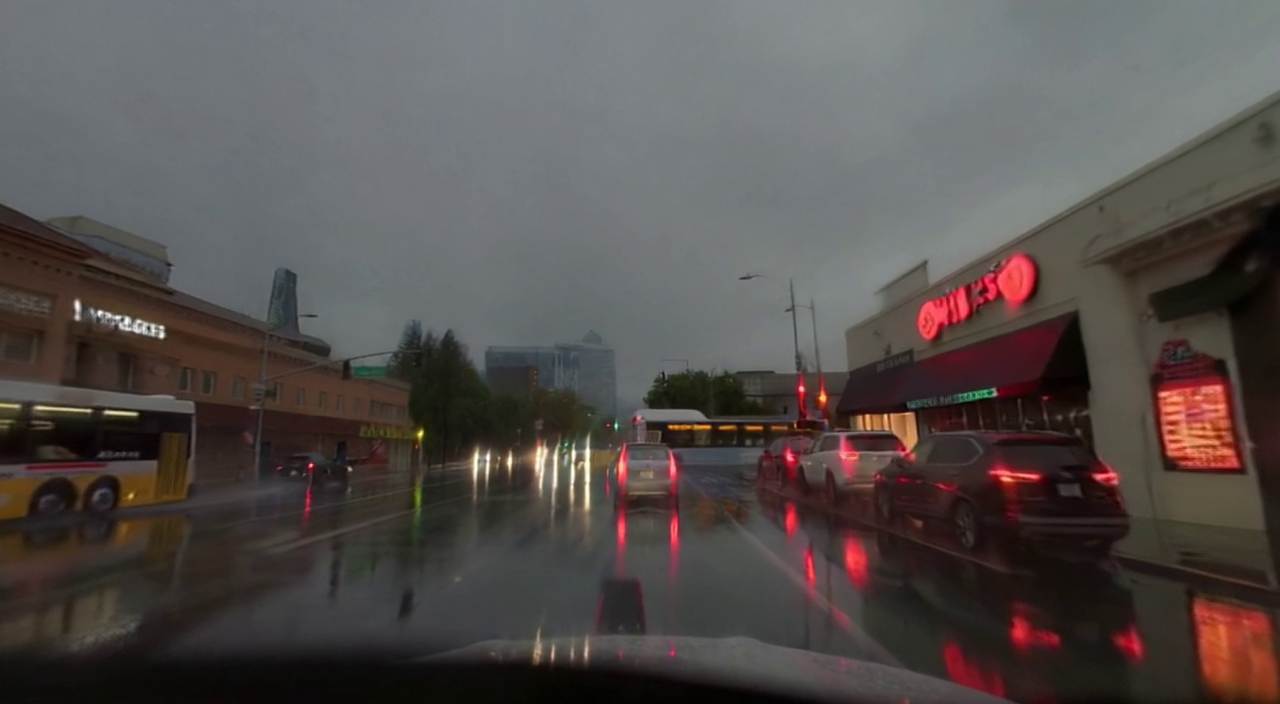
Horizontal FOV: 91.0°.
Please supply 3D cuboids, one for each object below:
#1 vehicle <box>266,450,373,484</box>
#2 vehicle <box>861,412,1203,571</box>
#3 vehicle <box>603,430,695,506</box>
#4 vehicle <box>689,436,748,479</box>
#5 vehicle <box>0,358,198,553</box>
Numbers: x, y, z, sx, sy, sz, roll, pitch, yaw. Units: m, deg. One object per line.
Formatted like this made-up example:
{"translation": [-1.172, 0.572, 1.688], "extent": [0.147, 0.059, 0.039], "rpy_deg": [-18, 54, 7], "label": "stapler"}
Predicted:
{"translation": [-18.397, 6.583, 36.213], "extent": [5.016, 1.792, 2.250], "rpy_deg": [-1, -9, 10], "label": "vehicle"}
{"translation": [4.963, 1.824, 8.958], "extent": [2.014, 1.681, 4.332], "rpy_deg": [0, -9, -1], "label": "vehicle"}
{"translation": [0.175, 3.020, 16.806], "extent": [2.089, 1.699, 4.650], "rpy_deg": [0, -9, -1], "label": "vehicle"}
{"translation": [3.303, 4.506, 27.190], "extent": [2.222, 1.688, 3.952], "rpy_deg": [0, -9, 3], "label": "vehicle"}
{"translation": [-12.875, 1.570, 9.429], "extent": [3.356, 3.365, 12.460], "rpy_deg": [0, -9, 1], "label": "vehicle"}
